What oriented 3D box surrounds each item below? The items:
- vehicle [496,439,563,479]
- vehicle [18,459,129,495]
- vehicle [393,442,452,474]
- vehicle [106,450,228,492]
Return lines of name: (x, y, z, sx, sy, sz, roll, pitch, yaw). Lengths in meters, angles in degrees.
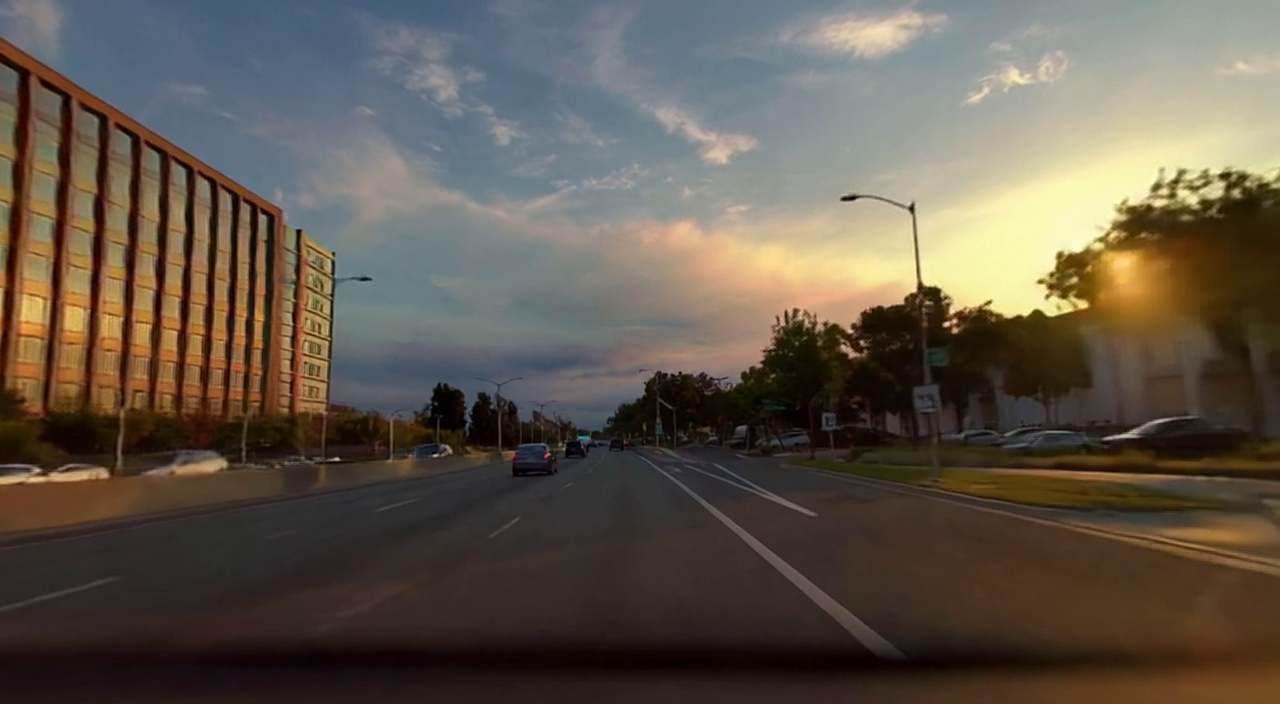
vehicle: (-4.396, 4.335, 25.845, 2.025, 1.474, 4.292, 0, -8, 0)
vehicle: (-30.198, 6.644, 33.911, 1.872, 1.644, 4.627, 0, -8, -4)
vehicle: (-13.173, 6.414, 38.623, 2.150, 1.721, 4.465, -2, -8, -2)
vehicle: (-22.695, 5.706, 30.630, 2.201, 1.782, 4.675, 0, -8, 2)
